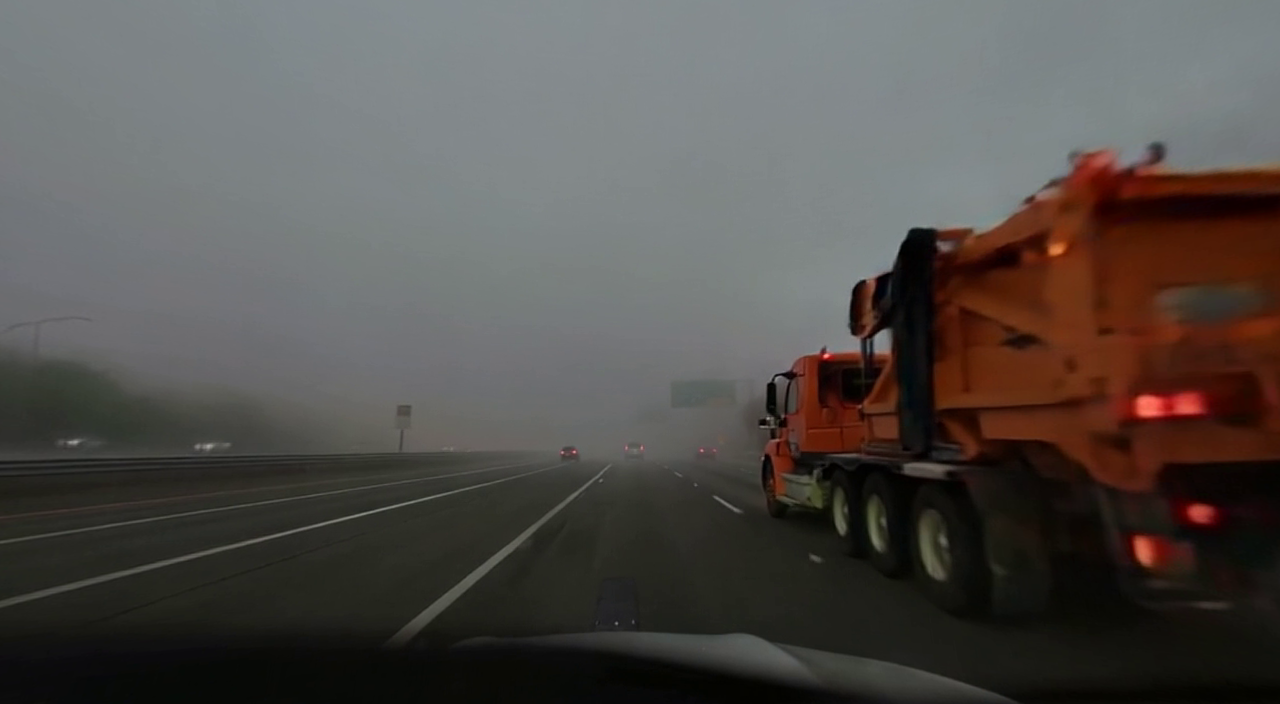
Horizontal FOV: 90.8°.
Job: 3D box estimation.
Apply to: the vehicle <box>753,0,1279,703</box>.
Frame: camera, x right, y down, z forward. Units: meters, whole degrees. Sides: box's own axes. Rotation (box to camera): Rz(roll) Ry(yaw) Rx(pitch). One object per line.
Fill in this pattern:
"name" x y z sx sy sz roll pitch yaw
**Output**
"vehicle" 3.721 0.626 6.864 2.966 3.586 10.563 0 -9 0
